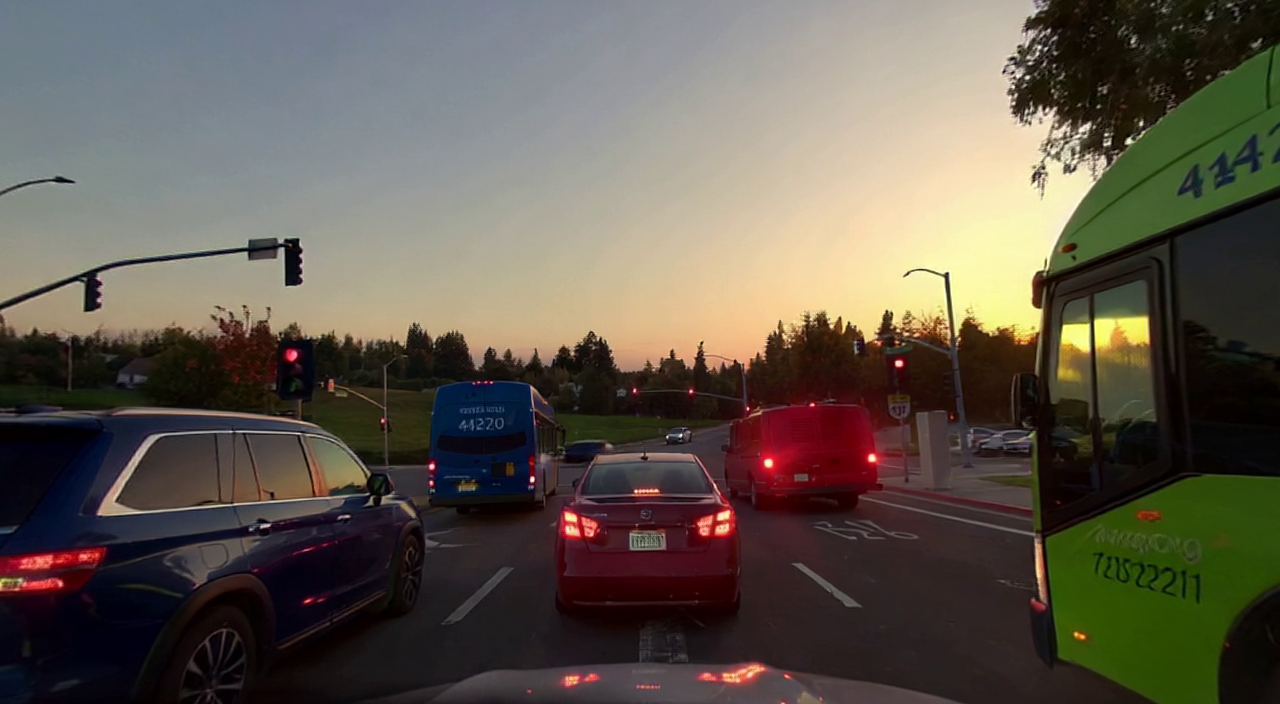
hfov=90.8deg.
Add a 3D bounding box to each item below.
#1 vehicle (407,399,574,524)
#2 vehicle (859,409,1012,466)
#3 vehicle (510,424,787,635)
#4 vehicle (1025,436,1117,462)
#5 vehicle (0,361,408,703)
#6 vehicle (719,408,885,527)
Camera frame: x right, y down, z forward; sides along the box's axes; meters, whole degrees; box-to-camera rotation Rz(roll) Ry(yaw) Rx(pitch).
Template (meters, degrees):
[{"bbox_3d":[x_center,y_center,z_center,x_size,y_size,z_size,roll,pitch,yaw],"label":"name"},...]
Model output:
[{"bbox_3d":[-2.942,2.348,13.951,2.335,2.221,5.165,0,-8,1],"label":"vehicle"},{"bbox_3d":[17.581,5.133,37.920,7.839,3.213,2.628,0,-9,-3],"label":"vehicle"},{"bbox_3d":[0.057,1.546,6.405,1.976,1.485,3.624,0,-8,0],"label":"vehicle"},{"bbox_3d":[25.860,5.825,37.986,4.229,1.489,1.794,0,-8,-1],"label":"vehicle"},{"bbox_3d":[-3.415,1.175,4.621,1.921,1.701,3.989,0,-8,0],"label":"vehicle"},{"bbox_3d":[3.144,2.399,13.672,2.143,2.036,5.367,0,-8,0],"label":"vehicle"}]
